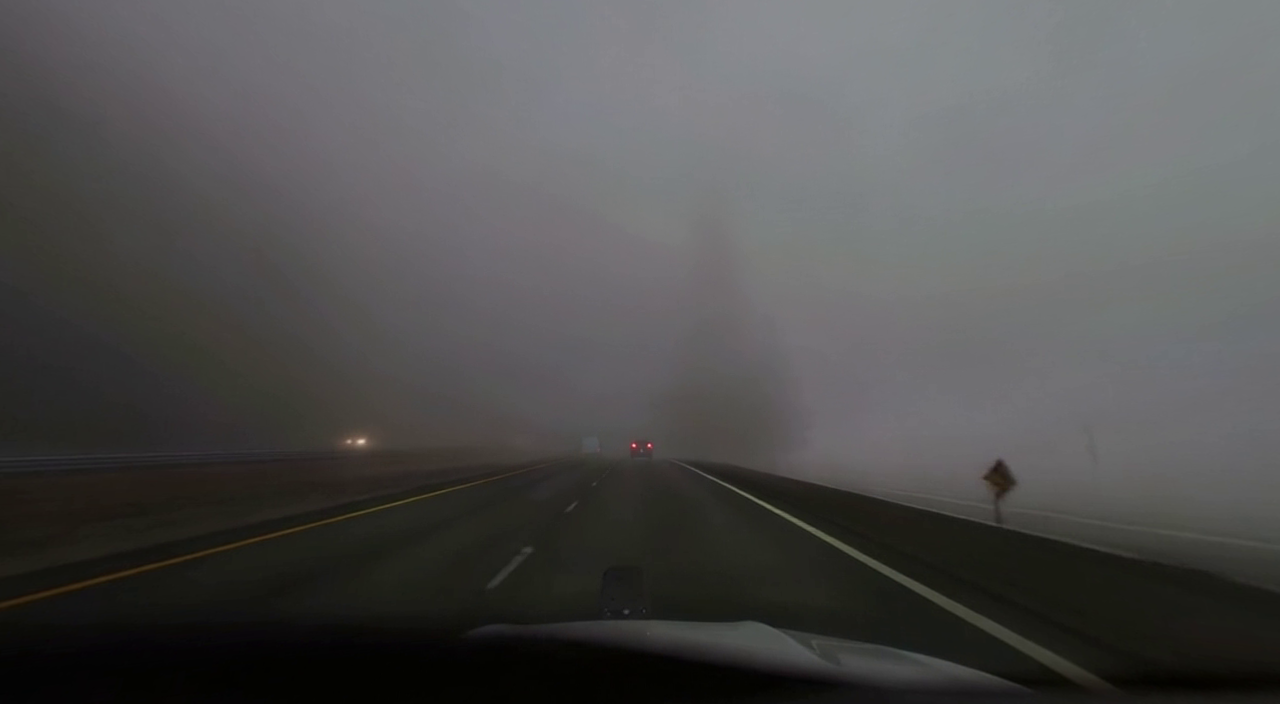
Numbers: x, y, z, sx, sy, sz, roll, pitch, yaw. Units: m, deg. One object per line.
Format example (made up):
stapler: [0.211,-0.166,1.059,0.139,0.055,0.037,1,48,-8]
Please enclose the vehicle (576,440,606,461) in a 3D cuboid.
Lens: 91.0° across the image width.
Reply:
vehicle: [-3.768,7.623,48.869,2.057,1.514,3.845,0,-8,0]
